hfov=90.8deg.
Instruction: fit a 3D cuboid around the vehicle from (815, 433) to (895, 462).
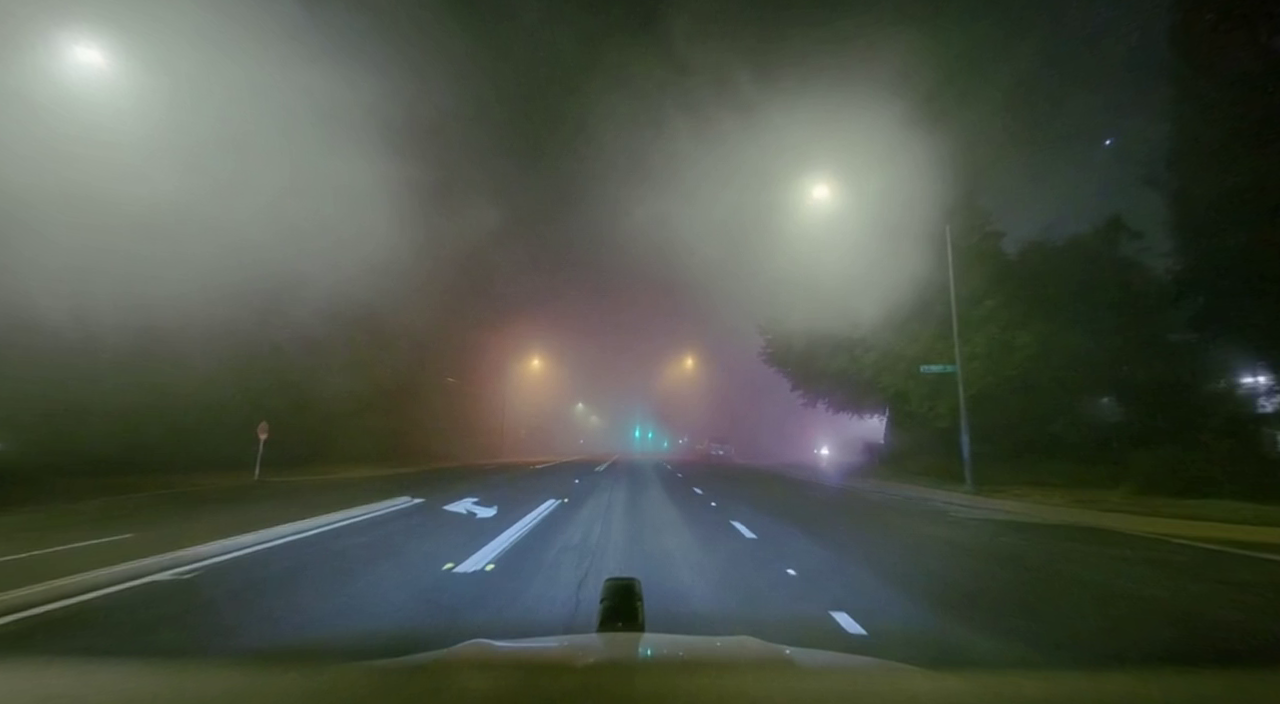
[{"bbox_3d":[14.352,6.424,42.359,4.637,1.842,2.016,0,-9,2],"label":"vehicle"}]
